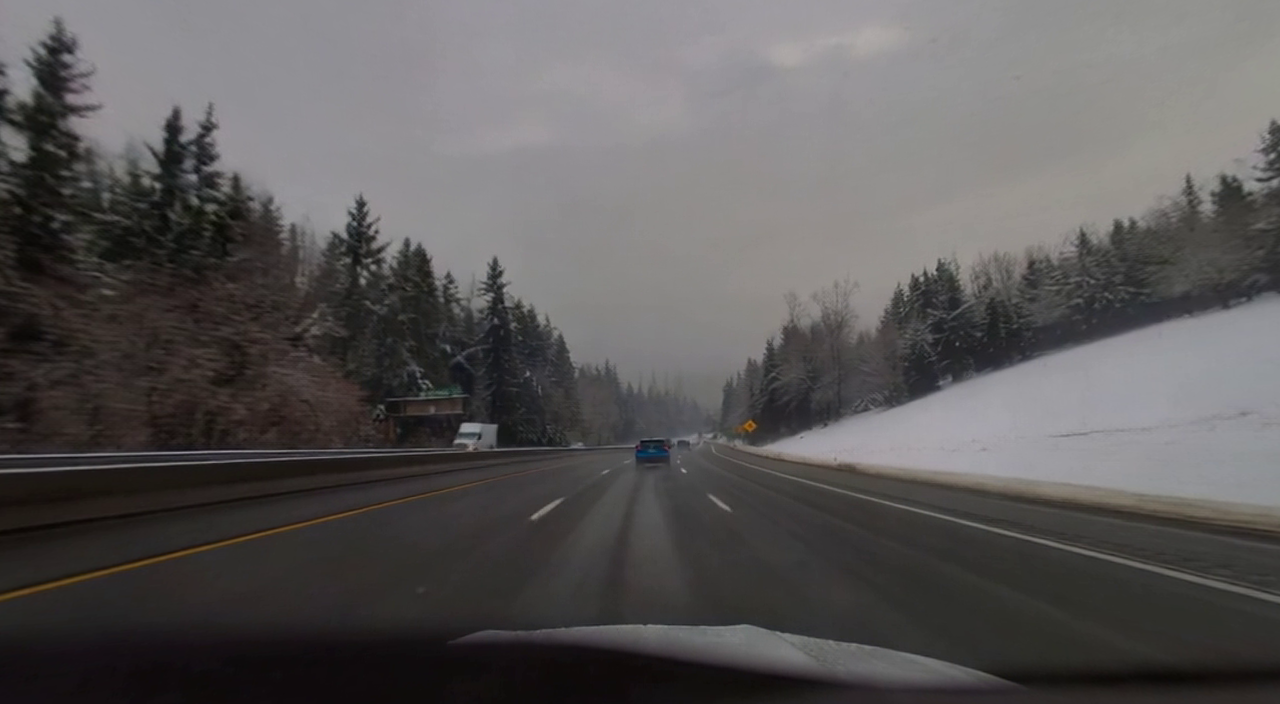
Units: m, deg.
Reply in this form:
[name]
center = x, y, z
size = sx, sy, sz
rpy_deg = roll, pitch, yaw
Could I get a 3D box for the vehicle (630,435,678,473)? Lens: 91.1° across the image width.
[vehicle]
center = 0.669, 4.894, 30.439
size = 2.133, 1.686, 4.203
rpy_deg = 0, -8, 1
